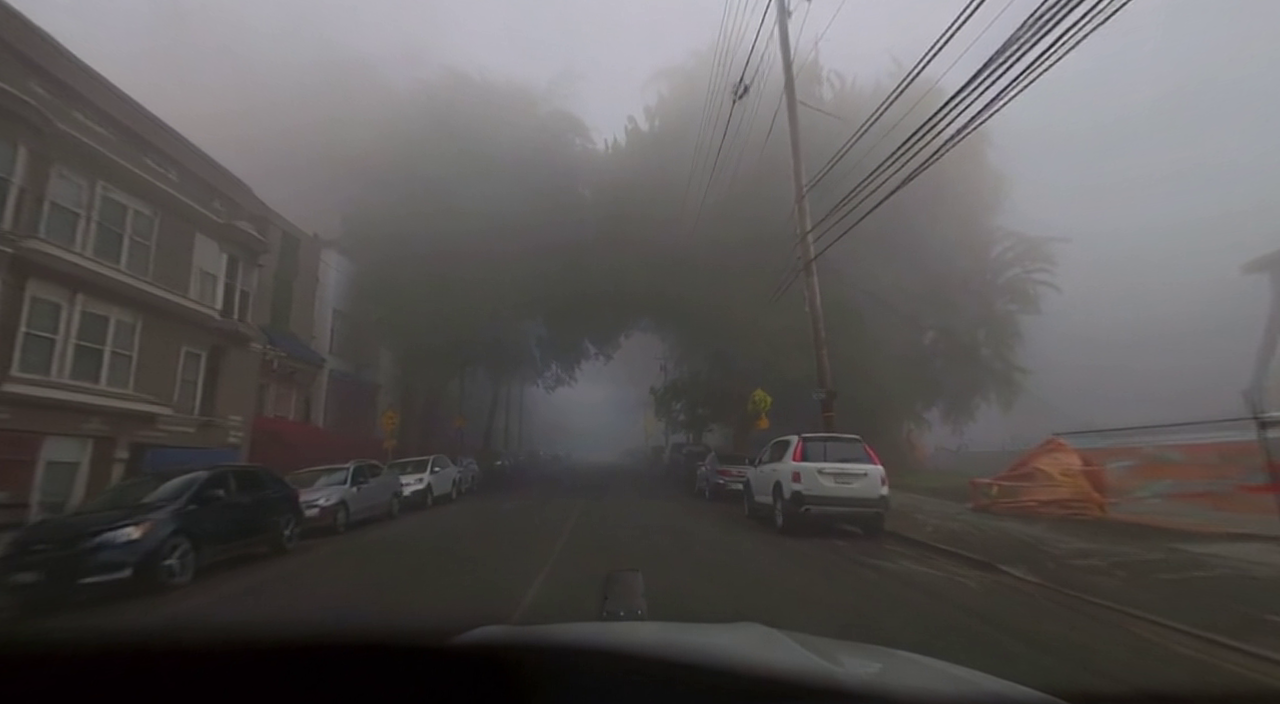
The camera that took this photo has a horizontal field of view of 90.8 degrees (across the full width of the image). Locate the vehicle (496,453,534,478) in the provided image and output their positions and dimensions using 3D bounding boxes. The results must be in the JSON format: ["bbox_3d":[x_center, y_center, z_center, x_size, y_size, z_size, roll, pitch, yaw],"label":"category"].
[{"bbox_3d":[-8.246,7.534,42.151,1.968,1.450,4.271,0,-9,-4],"label":"vehicle"}]

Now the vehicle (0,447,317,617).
[{"bbox_3d":[-6.330,2.159,8.601,1.996,1.695,4.127,0,-9,-6],"label":"vehicle"}]

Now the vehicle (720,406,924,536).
[{"bbox_3d":[2.927,2.249,11.430,1.994,1.857,4.393,1,-14,-5],"label":"vehicle"}]
